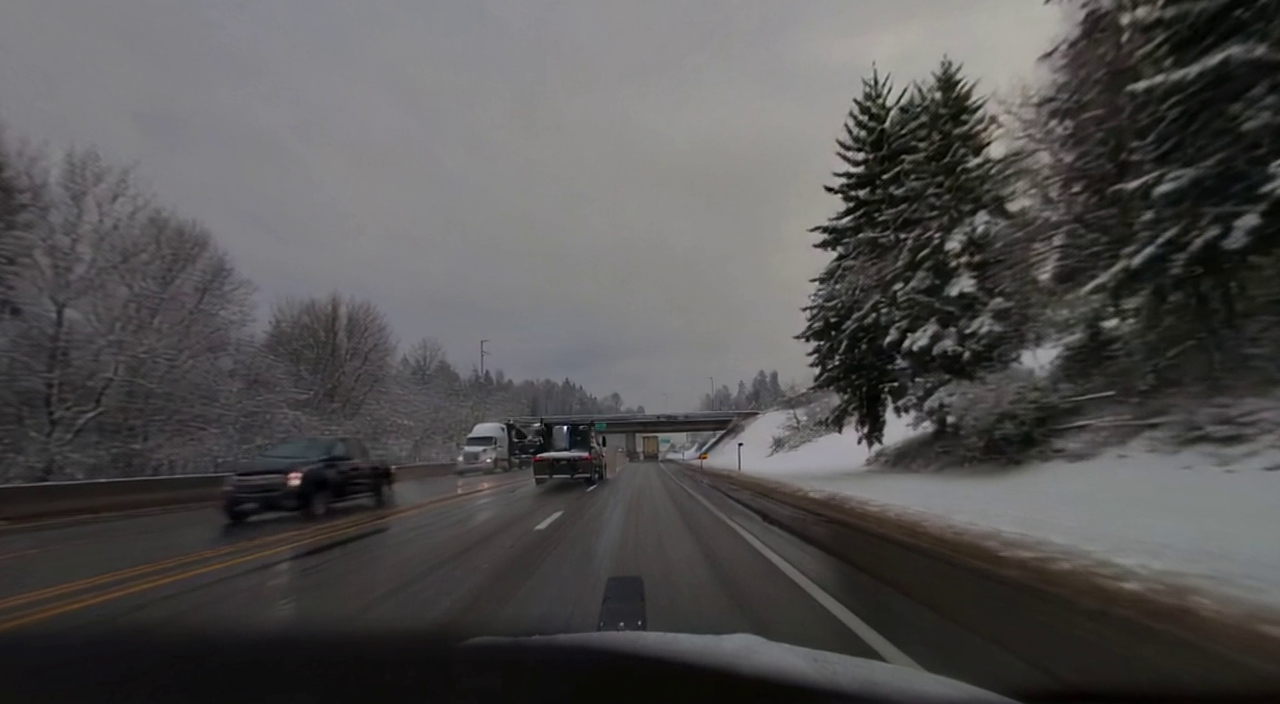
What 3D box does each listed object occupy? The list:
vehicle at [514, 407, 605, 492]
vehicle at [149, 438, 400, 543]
[{"bbox_3d":[-2.813,3.723,23.995,2.565,2.771,6.641,0,-9,0],"label":"vehicle"},{"bbox_3d":[-6.481,2.491,11.919,2.136,1.596,4.195,0,-9,1],"label":"vehicle"}]
